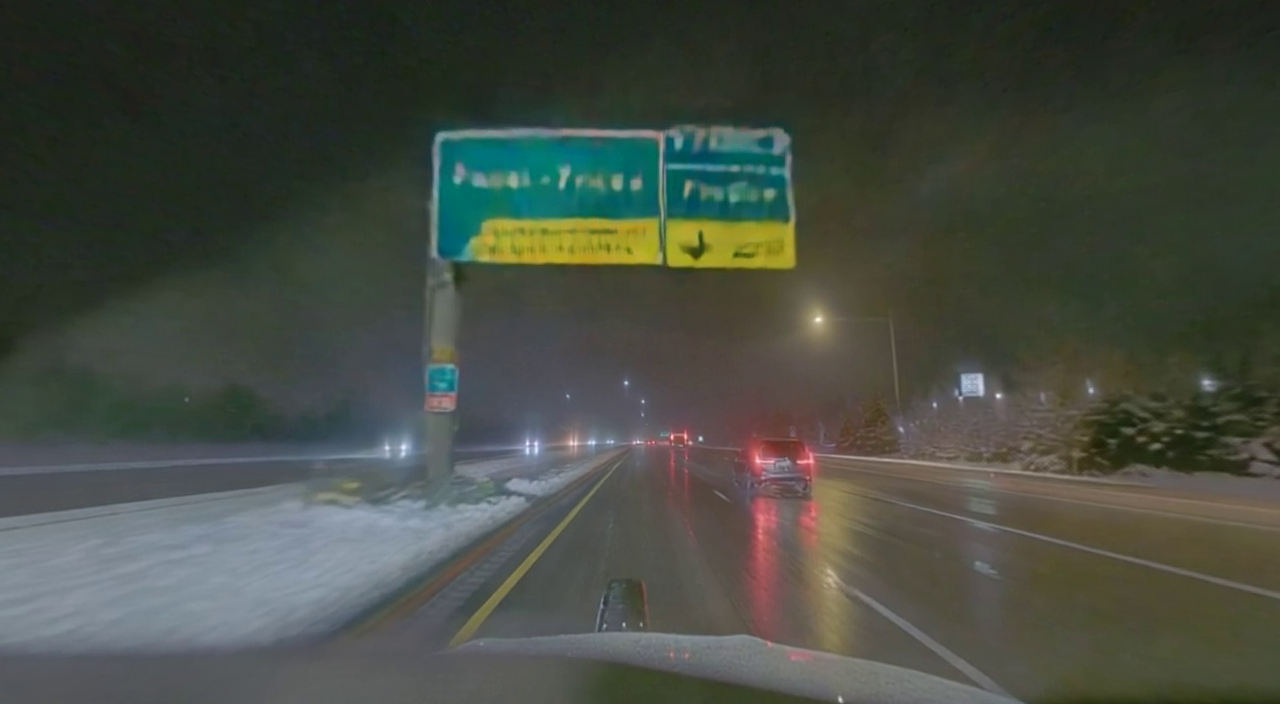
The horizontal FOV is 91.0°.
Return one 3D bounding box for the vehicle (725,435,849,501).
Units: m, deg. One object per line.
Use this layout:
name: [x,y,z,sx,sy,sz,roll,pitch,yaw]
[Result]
vehicle: [3.621,2.941,16.480,2.091,1.482,4.522,0,-8,-1]
